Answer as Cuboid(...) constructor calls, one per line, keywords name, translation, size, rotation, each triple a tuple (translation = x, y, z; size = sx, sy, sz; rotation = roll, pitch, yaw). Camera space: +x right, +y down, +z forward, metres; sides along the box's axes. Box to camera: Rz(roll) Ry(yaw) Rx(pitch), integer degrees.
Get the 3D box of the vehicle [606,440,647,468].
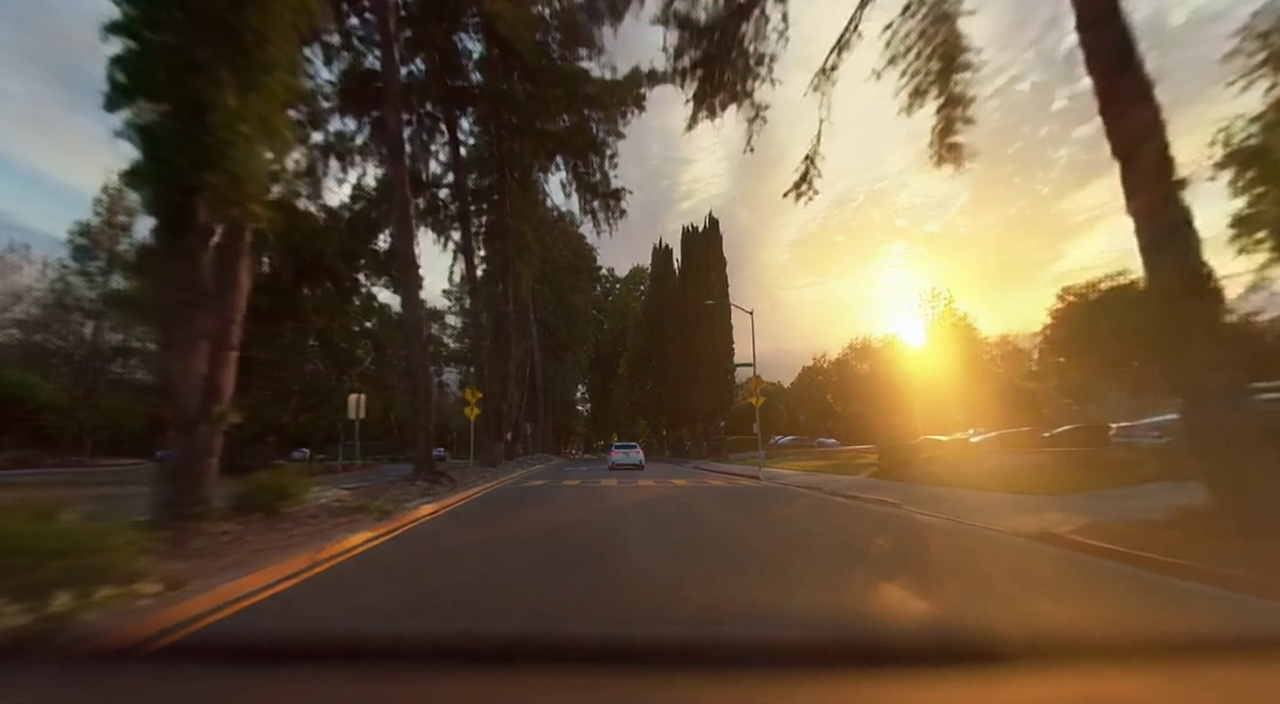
Cuboid(name="vehicle", translation=(-0.852, 5.921, 36.861), size=(2.142, 1.501, 4.273), rotation=(0, -8, -5))
